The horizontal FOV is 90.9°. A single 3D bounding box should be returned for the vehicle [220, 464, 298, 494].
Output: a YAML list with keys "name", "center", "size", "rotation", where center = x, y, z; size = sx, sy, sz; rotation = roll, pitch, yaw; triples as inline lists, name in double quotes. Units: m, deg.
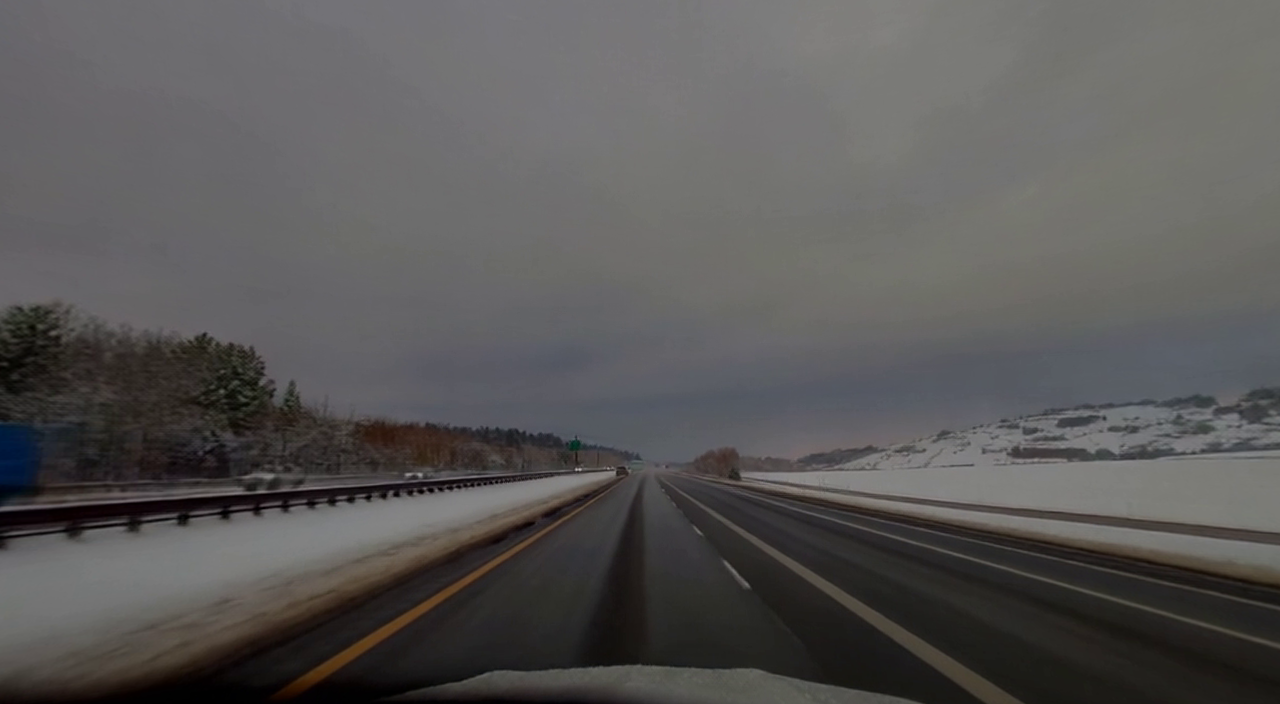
- name: "vehicle"
  center: [-22.123, 7.408, 36.802]
  size: [1.817, 1.600, 4.132]
  rotation: [1, -10, 1]
